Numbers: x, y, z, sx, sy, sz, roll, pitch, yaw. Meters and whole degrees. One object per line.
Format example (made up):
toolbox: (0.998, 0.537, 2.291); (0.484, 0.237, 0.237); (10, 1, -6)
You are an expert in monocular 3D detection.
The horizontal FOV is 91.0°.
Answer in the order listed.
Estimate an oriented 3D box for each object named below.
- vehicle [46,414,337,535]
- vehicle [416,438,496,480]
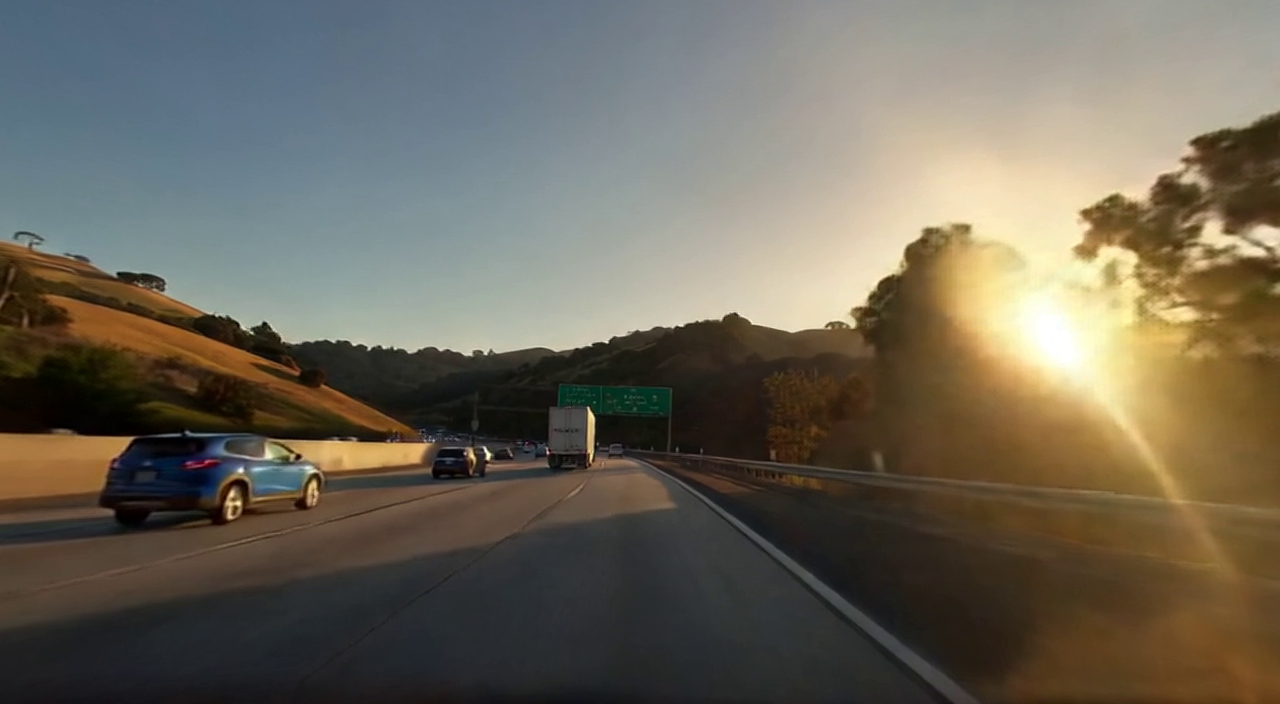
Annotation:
vehicle: (-7.575, 2.115, 11.367); (2.081, 1.740, 4.268); (1, -9, -1)
vehicle: (-7.826, 4.611, 27.319); (2.099, 1.644, 4.638); (1, -9, -1)
